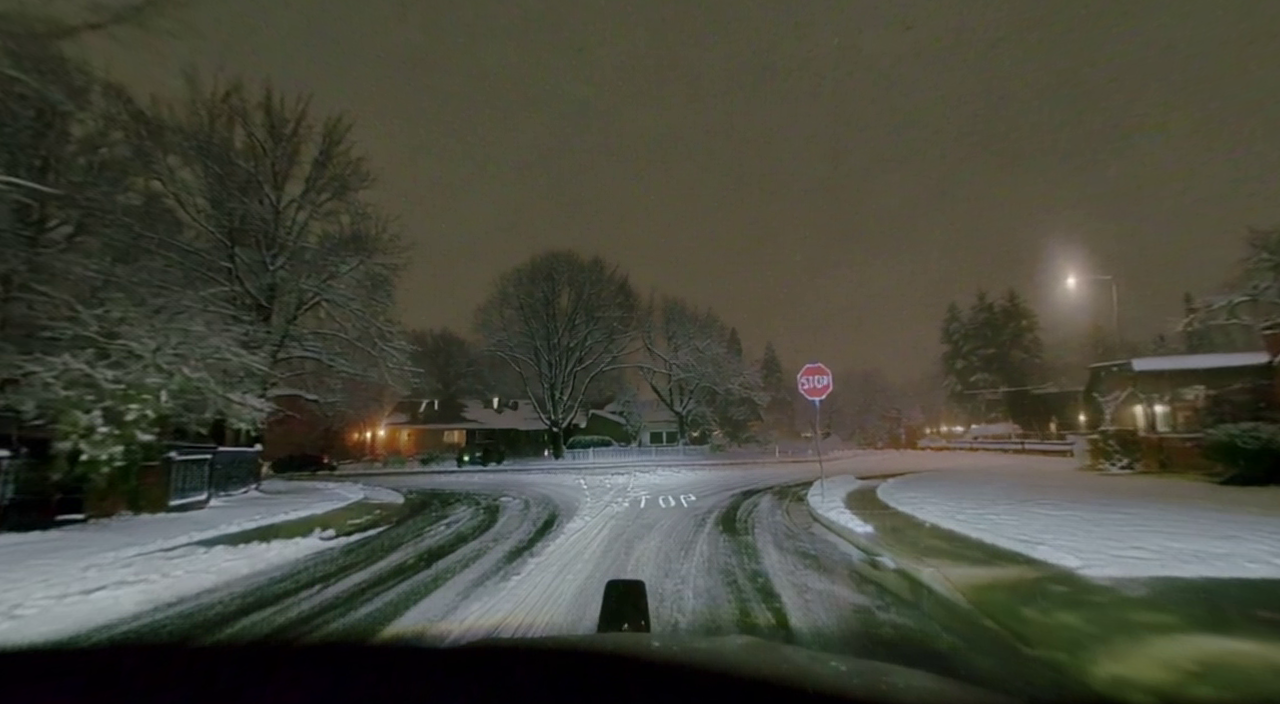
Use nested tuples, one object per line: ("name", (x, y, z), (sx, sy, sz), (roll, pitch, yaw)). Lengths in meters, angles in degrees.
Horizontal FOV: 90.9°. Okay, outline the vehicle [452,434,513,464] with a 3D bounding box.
("vehicle", (-9.764, 6.029, 39.384), (1.883, 1.732, 4.038), (-2, -8, 16))
